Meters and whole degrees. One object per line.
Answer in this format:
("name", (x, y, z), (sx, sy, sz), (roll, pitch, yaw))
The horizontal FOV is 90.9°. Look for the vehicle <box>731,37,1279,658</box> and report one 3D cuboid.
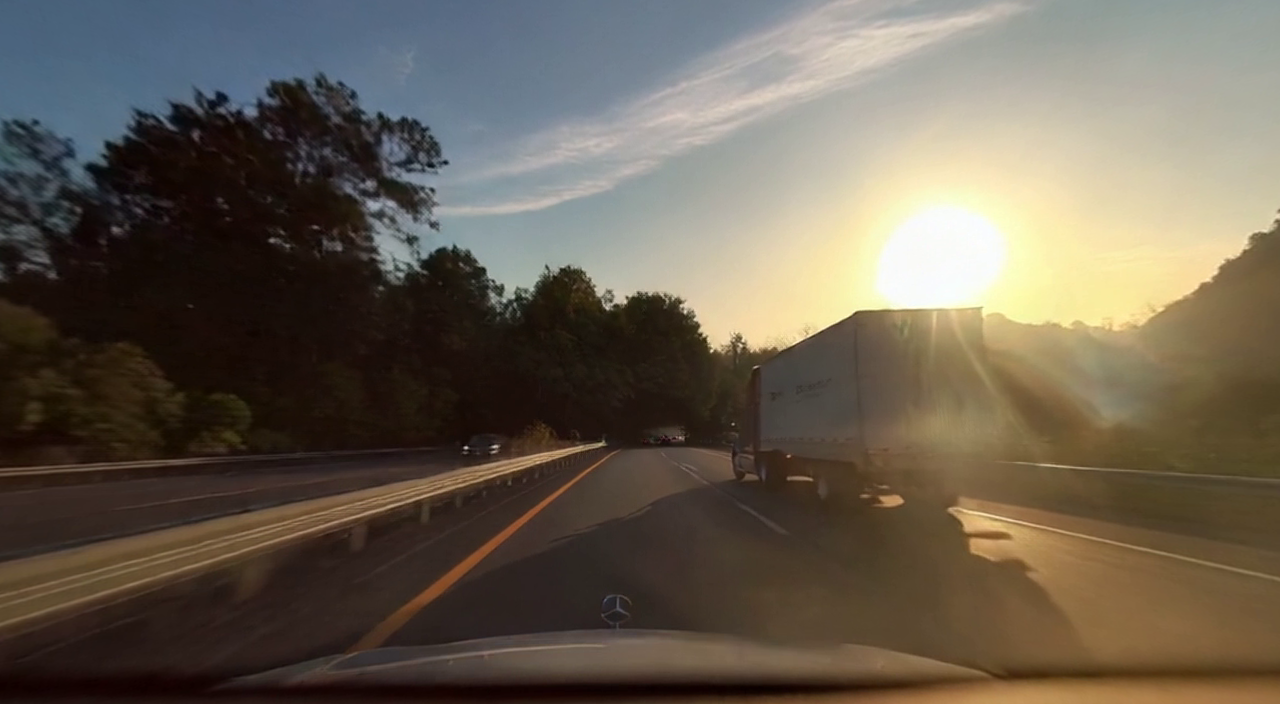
("vehicle", (4.260, 0.753, 10.989), (2.951, 4.007, 13.976), (0, -7, -1))
